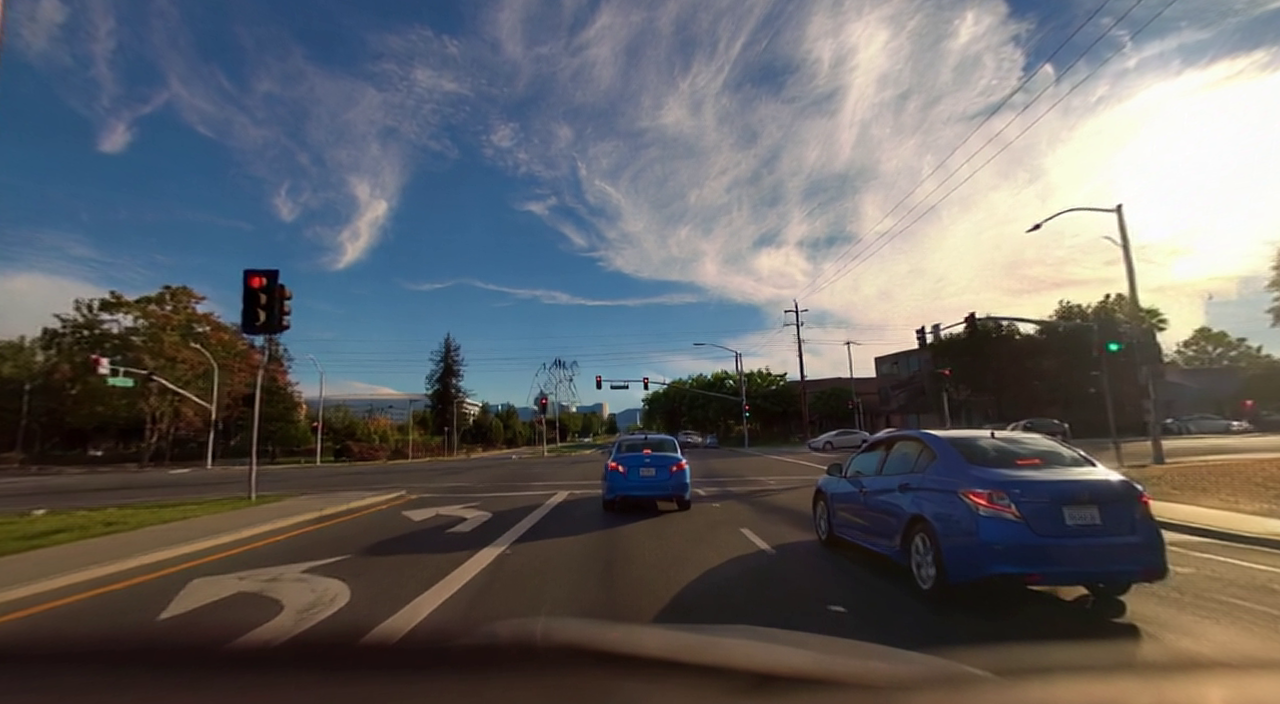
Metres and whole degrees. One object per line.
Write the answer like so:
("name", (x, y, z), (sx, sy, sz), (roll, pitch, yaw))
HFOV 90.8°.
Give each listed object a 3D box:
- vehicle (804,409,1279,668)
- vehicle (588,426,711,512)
("vehicle", (3.072, 1.371, 5.770), (2.004, 1.448, 4.263), (0, -8, 0))
("vehicle", (0.163, 2.310, 12.859), (2.110, 1.466, 3.860), (0, -8, 0))
